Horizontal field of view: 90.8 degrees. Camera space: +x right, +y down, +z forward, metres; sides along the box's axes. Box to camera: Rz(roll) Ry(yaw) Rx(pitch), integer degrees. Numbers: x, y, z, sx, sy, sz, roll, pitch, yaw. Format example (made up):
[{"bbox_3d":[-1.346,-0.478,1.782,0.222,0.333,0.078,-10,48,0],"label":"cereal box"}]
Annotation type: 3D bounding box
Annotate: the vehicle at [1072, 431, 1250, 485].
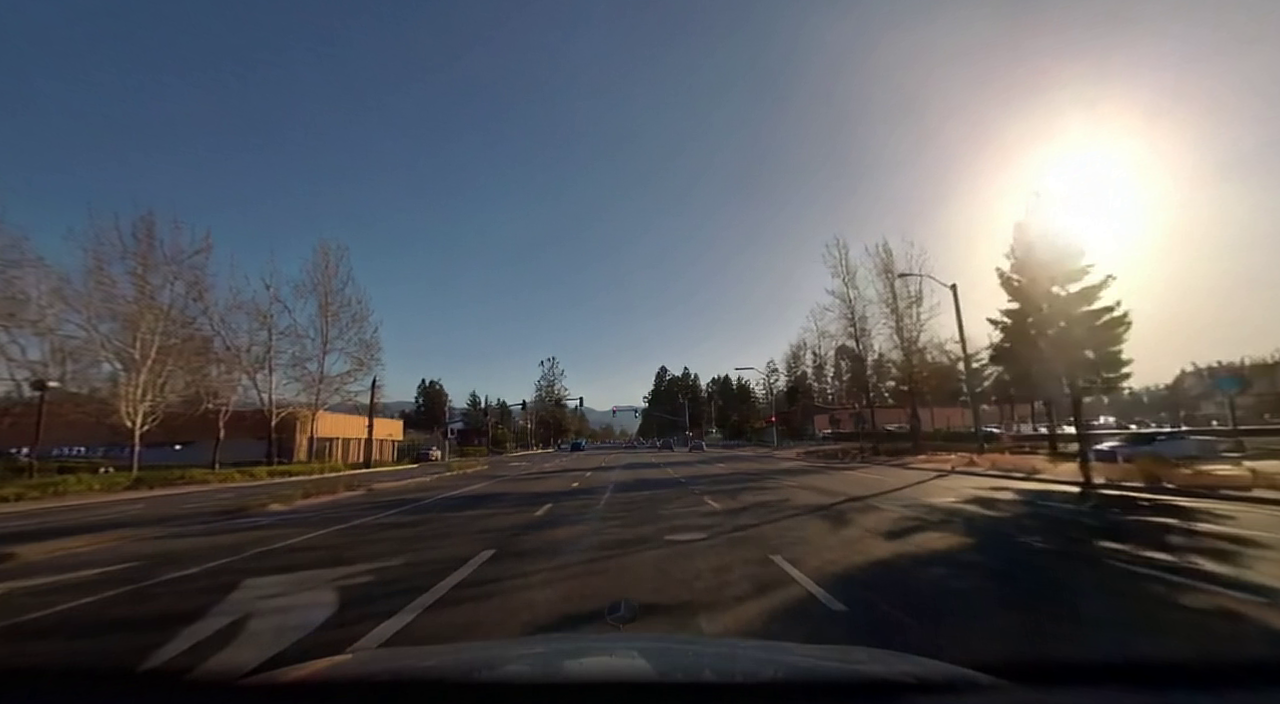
[{"bbox_3d":[18.064,3.683,22.073,4.427,1.747,2.024,0,-9,-2],"label":"vehicle"}]
